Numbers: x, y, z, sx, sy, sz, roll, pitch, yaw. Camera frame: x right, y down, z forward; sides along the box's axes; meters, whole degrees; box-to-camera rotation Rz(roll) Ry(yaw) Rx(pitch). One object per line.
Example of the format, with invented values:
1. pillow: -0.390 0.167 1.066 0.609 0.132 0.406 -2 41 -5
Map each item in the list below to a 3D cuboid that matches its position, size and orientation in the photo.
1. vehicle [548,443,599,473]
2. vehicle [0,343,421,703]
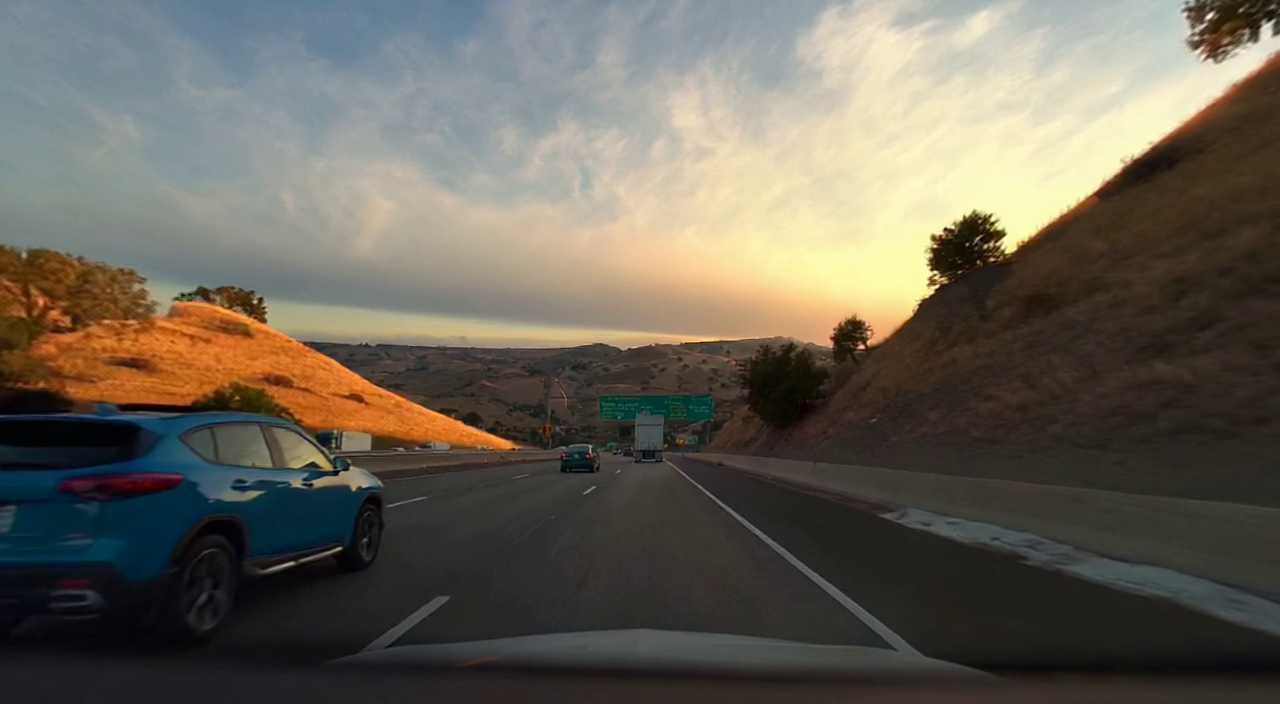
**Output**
1. vehicle: -3.477 5.657 33.724 2.101 1.476 4.471 0 -9 1
2. vehicle: -3.680 1.160 4.847 2.194 1.725 4.698 0 -9 1
